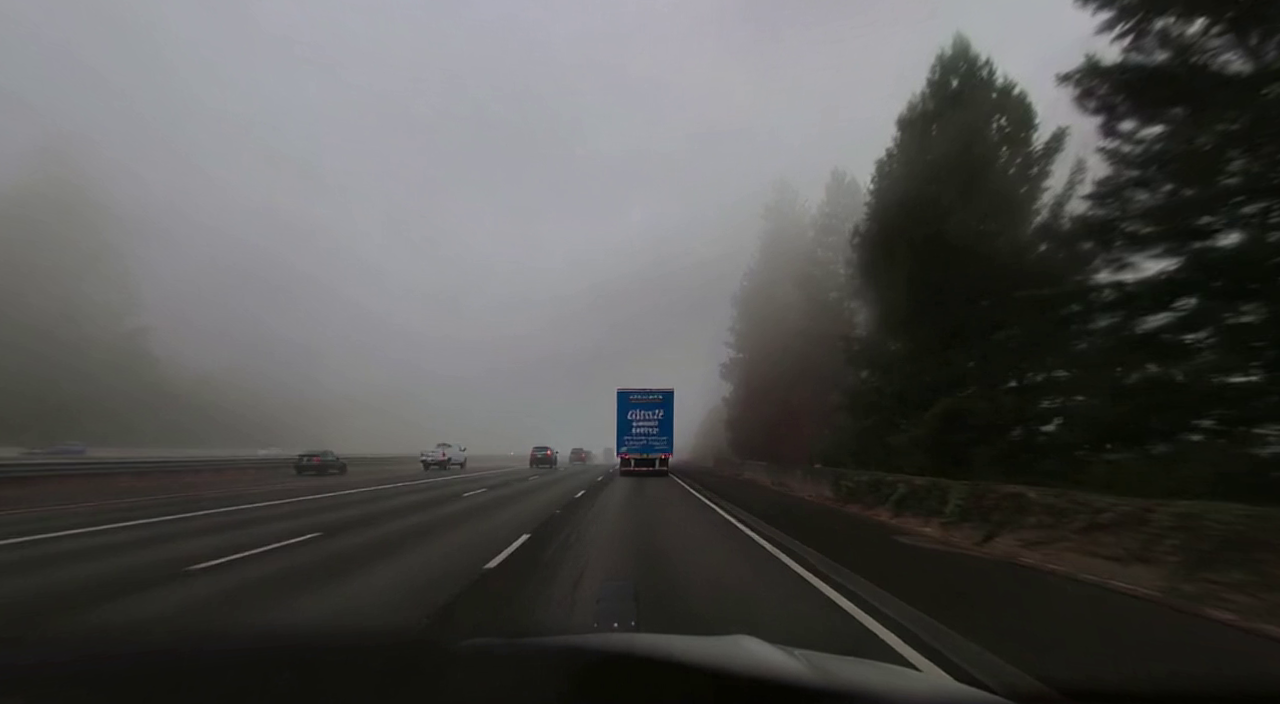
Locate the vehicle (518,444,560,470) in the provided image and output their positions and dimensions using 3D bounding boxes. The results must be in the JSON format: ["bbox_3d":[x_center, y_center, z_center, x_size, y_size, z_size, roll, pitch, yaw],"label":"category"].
[{"bbox_3d":[-7.154,7.479,45.039,2.152,1.732,4.782,0,-9,1],"label":"vehicle"}]

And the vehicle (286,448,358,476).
[{"bbox_3d":[-18.410,6.353,36.780,1.901,1.485,4.279,0,-9,0],"label":"vehicle"}]

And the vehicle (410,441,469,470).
[{"bbox_3d":[-14.127,7.348,44.938,2.296,1.907,5.659,0,-9,1],"label":"vehicle"}]

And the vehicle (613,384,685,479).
[{"bbox_3d":[0.318,4.643,35.404,3.140,4.100,15.551,1,-9,-1],"label":"vehicle"}]
